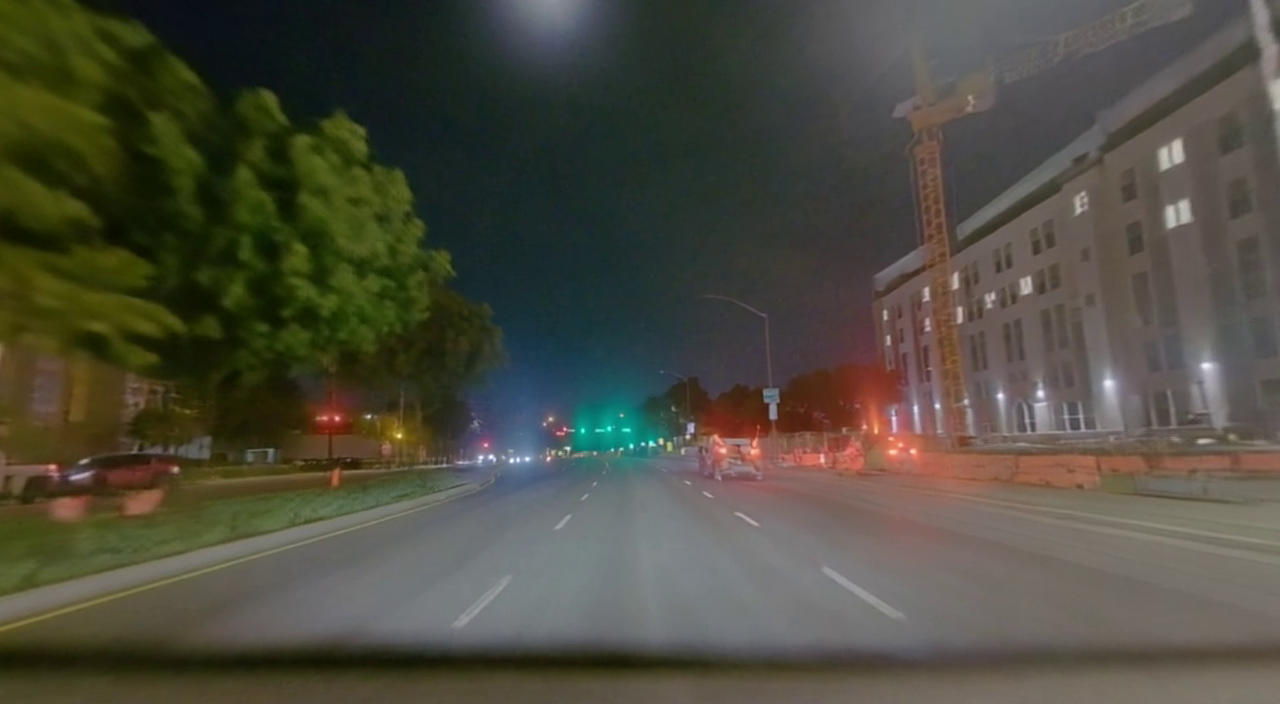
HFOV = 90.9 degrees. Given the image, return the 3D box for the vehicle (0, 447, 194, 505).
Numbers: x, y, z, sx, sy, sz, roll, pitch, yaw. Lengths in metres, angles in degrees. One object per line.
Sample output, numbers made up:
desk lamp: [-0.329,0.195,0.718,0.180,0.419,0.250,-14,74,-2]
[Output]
vehicle: [-22.162,4.951,25.913,2.578,2.030,6.687,-1,-8,2]

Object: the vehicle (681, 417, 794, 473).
vehicle: [5.565,5.561,37.635,3.060,2.963,7.552,3,-9,-23]
